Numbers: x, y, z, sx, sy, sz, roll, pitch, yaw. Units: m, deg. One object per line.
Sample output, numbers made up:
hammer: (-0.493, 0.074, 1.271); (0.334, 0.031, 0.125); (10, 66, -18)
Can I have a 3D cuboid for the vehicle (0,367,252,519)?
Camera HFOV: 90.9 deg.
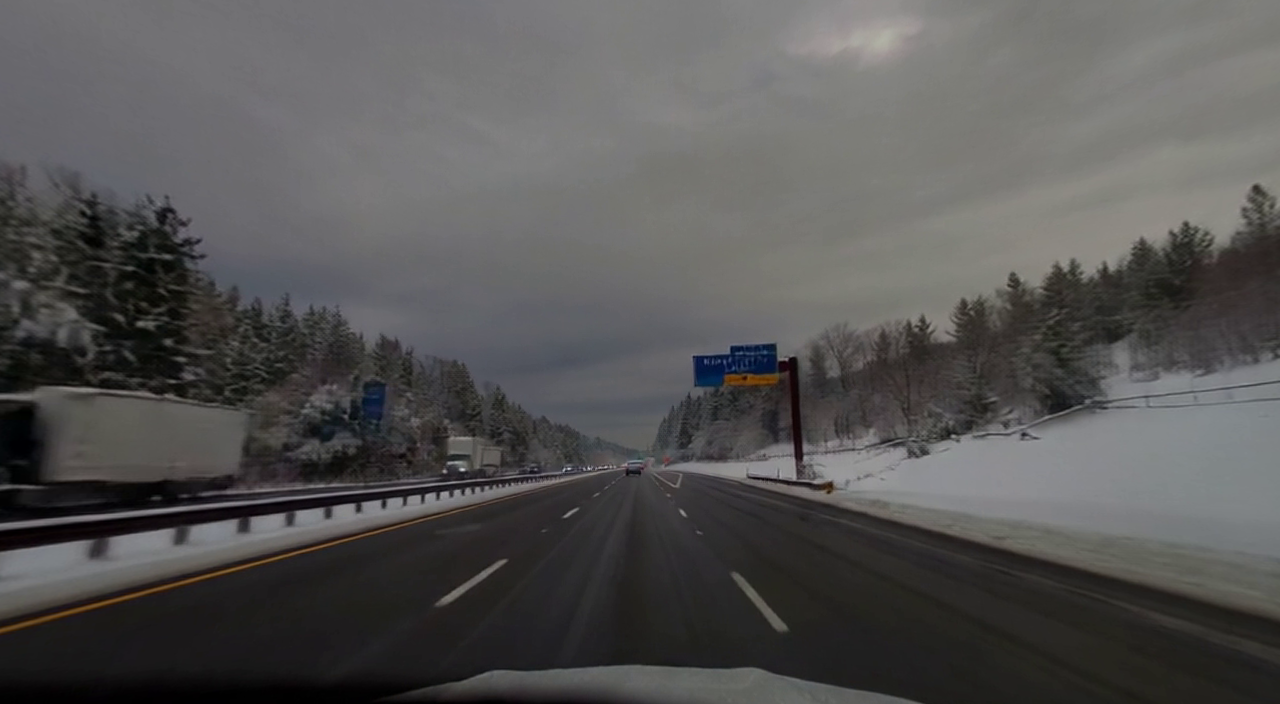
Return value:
vehicle: (-17.122, 3.073, 20.405); (3.012, 3.794, 9.302); (1, -10, 0)
